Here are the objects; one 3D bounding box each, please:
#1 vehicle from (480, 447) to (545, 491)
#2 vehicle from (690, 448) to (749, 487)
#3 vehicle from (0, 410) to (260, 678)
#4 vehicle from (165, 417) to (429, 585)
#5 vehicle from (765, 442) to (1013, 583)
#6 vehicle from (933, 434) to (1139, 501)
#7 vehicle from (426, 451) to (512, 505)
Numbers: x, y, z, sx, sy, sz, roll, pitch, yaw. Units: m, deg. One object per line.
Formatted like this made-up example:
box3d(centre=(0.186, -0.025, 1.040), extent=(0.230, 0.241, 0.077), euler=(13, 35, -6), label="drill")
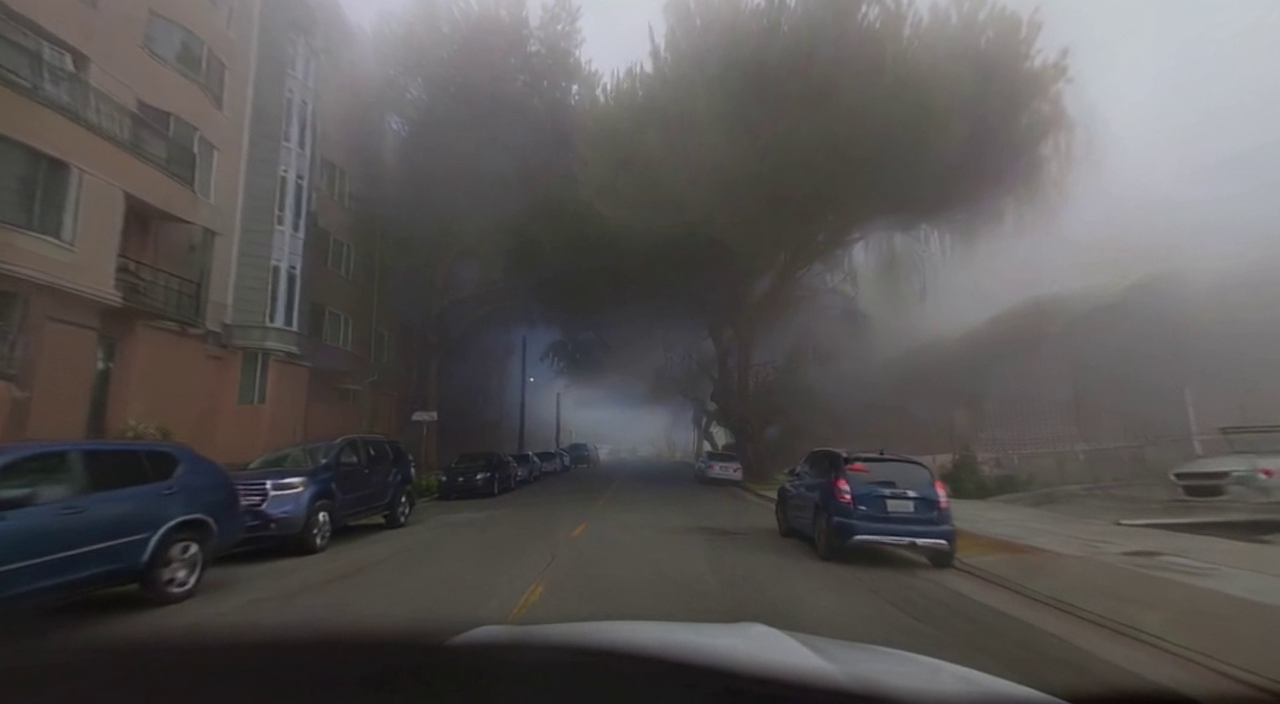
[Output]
box3d(centre=(-4.975, 4.601, 25.167), extent=(1.782, 1.585, 3.962), euler=(0, -8, 0), label="vehicle")
box3d(centre=(3.288, 4.855, 26.910), extent=(1.835, 1.490, 4.134), euler=(0, -8, -2), label="vehicle")
box3d(centre=(-5.344, 1.396, 4.744), extent=(1.934, 1.810, 4.687), euler=(-1, -9, 2), label="vehicle")
box3d(centre=(-5.339, 2.215, 10.703), extent=(1.947, 1.833, 4.606), euler=(-2, -2, 0), label="vehicle")
box3d(centre=(3.104, 2.042, 8.897), extent=(1.903, 1.512, 3.900), euler=(0, -8, 0), label="vehicle")
box3d(centre=(10.120, 2.963, 16.410), extent=(4.001, 1.594, 1.914), euler=(0, -8, 1), label="vehicle")
box3d(centre=(-5.289, 3.910, 20.018), extent=(1.722, 1.491, 3.431), euler=(0, -8, 1), label="vehicle")
